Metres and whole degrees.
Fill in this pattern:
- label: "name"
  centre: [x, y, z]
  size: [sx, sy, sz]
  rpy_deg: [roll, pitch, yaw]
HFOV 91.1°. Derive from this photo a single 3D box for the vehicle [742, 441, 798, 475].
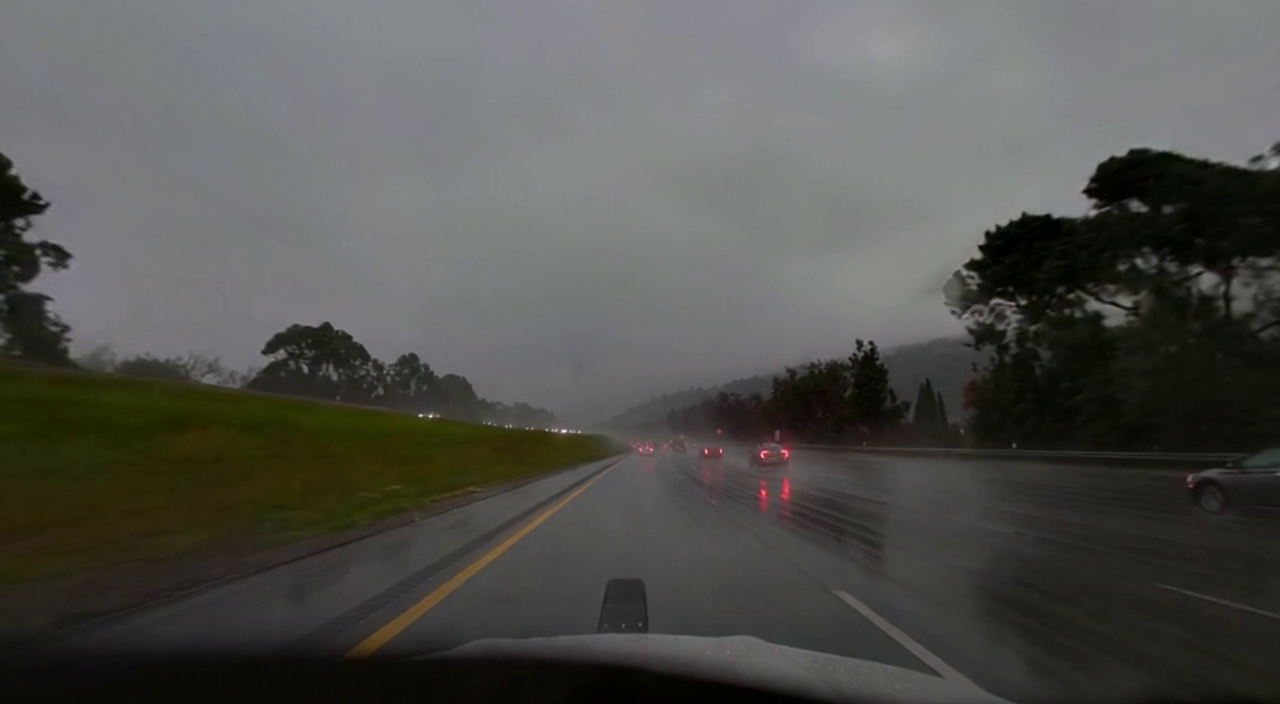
- label: "vehicle"
  centre: [7.100, 5.840, 34.881]
  size: [2.048, 1.697, 4.689]
  rpy_deg: [0, -8, -1]
